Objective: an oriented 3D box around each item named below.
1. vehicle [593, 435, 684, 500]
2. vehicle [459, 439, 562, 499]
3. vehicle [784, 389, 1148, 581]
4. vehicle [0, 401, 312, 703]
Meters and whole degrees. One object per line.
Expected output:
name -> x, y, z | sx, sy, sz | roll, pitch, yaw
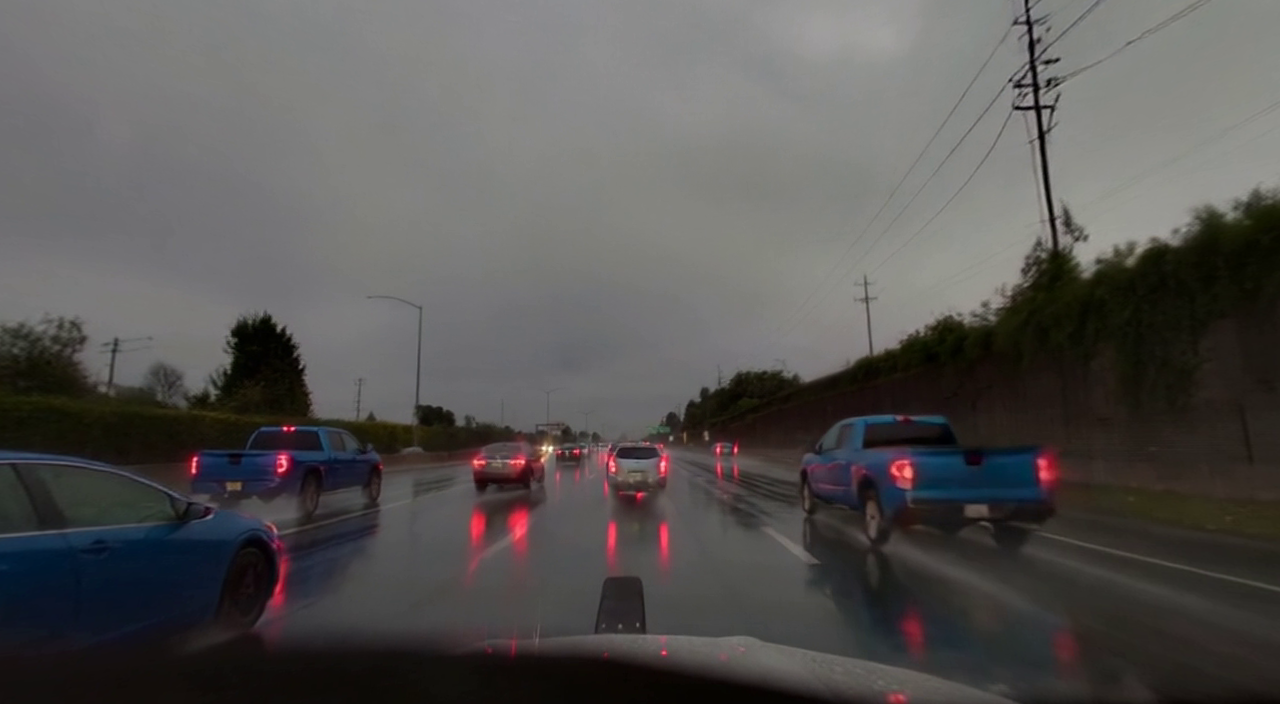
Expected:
vehicle -> -0.068, 3.020, 17.013 | 2.102, 1.499, 4.439 | 0, -8, -1
vehicle -> -3.406, 3.132, 17.407 | 1.899, 1.437, 4.131 | 0, -8, 1
vehicle -> 3.720, 1.650, 8.761 | 2.113, 1.800, 5.376 | 0, -8, -1
vehicle -> -3.784, 1.000, 2.982 | 1.955, 1.481, 4.604 | 0, -8, 1
